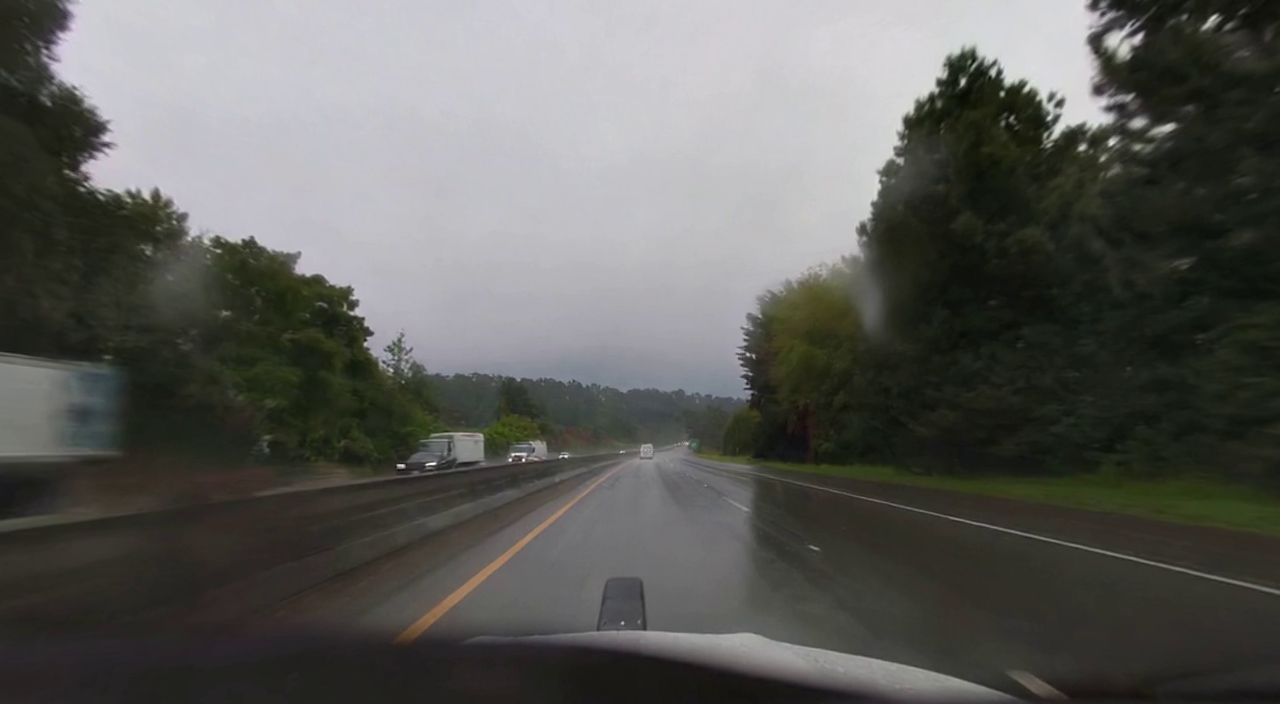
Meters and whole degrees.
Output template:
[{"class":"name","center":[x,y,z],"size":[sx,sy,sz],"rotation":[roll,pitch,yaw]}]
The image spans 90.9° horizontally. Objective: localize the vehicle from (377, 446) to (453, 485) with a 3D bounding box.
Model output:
[{"class":"vehicle","center":[-12.691,6.406,35.979],"size":[2.498,2.023,4.871],"rotation":[0,-9,0]}]

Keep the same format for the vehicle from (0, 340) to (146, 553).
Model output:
[{"class":"vehicle","center":[-13.052,1.447,9.628],"size":[2.990,3.800,9.717],"rotation":[0,-9,0]}]

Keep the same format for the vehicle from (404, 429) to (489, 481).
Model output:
[{"class":"vehicle","center":[-12.628,6.850,42.148],"size":[2.692,3.025,8.751],"rotation":[0,-9,1]}]
